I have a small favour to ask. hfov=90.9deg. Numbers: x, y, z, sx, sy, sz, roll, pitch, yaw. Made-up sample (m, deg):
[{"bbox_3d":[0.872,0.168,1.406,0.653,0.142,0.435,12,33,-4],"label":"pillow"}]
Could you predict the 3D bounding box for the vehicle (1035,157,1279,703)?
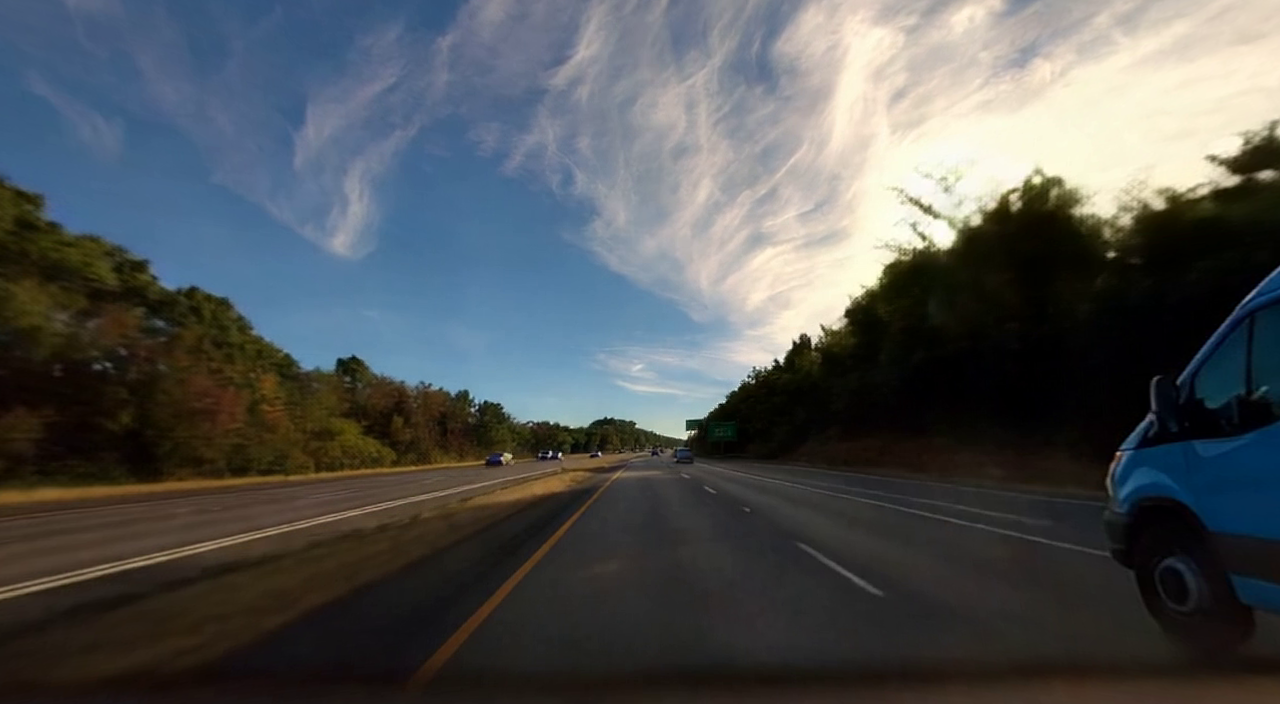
[{"bbox_3d":[4.044,0.202,1.164,2.522,2.556,6.180,0,-9,0],"label":"vehicle"}]
